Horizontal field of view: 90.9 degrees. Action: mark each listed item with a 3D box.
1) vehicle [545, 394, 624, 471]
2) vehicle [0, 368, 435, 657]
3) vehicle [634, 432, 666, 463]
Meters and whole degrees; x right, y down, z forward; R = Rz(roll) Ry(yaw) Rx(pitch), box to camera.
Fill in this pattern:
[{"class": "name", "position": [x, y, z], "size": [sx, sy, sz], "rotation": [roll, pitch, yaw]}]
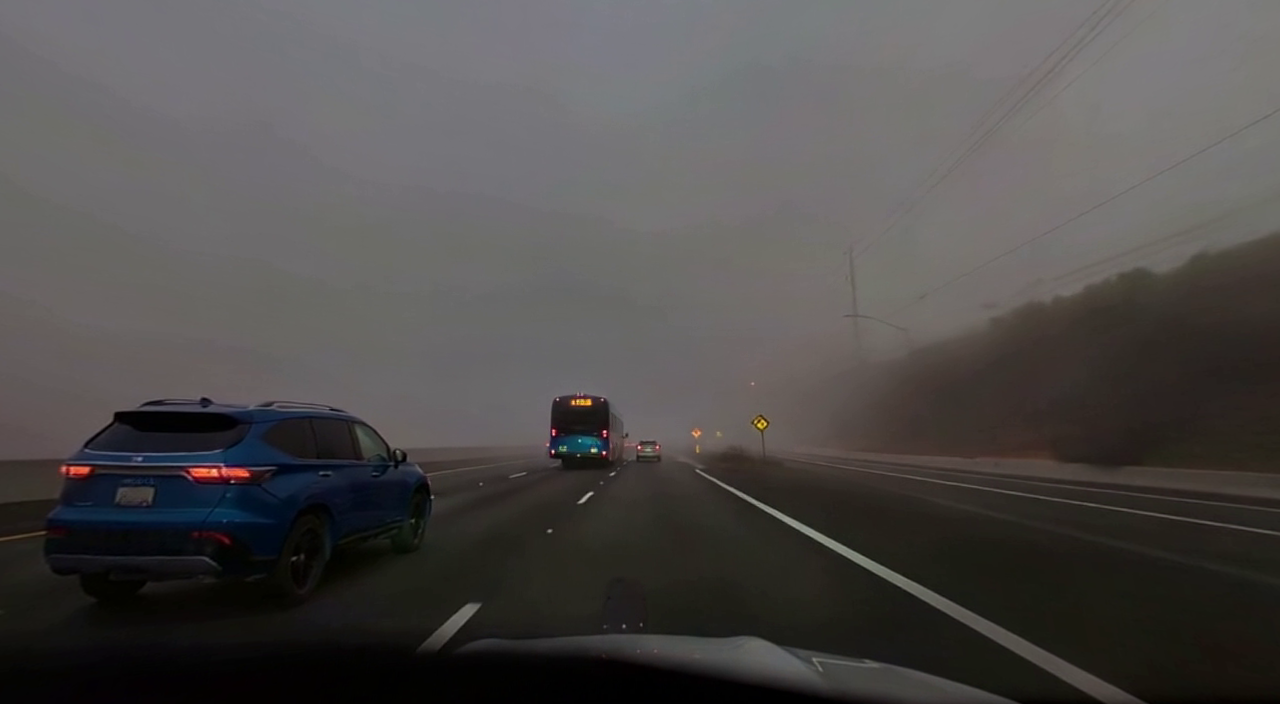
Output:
[{"class": "vehicle", "position": [-2.863, 4.823, 36.909], "size": [3.382, 3.712, 11.766], "rotation": [1, -9, 1]}, {"class": "vehicle", "position": [-3.707, 1.274, 5.980], "size": [2.021, 1.730, 4.223], "rotation": [0, -8, 1]}, {"class": "vehicle", "position": [0.675, 6.577, 43.443], "size": [2.083, 2.001, 4.782], "rotation": [0, -8, 1]}]
